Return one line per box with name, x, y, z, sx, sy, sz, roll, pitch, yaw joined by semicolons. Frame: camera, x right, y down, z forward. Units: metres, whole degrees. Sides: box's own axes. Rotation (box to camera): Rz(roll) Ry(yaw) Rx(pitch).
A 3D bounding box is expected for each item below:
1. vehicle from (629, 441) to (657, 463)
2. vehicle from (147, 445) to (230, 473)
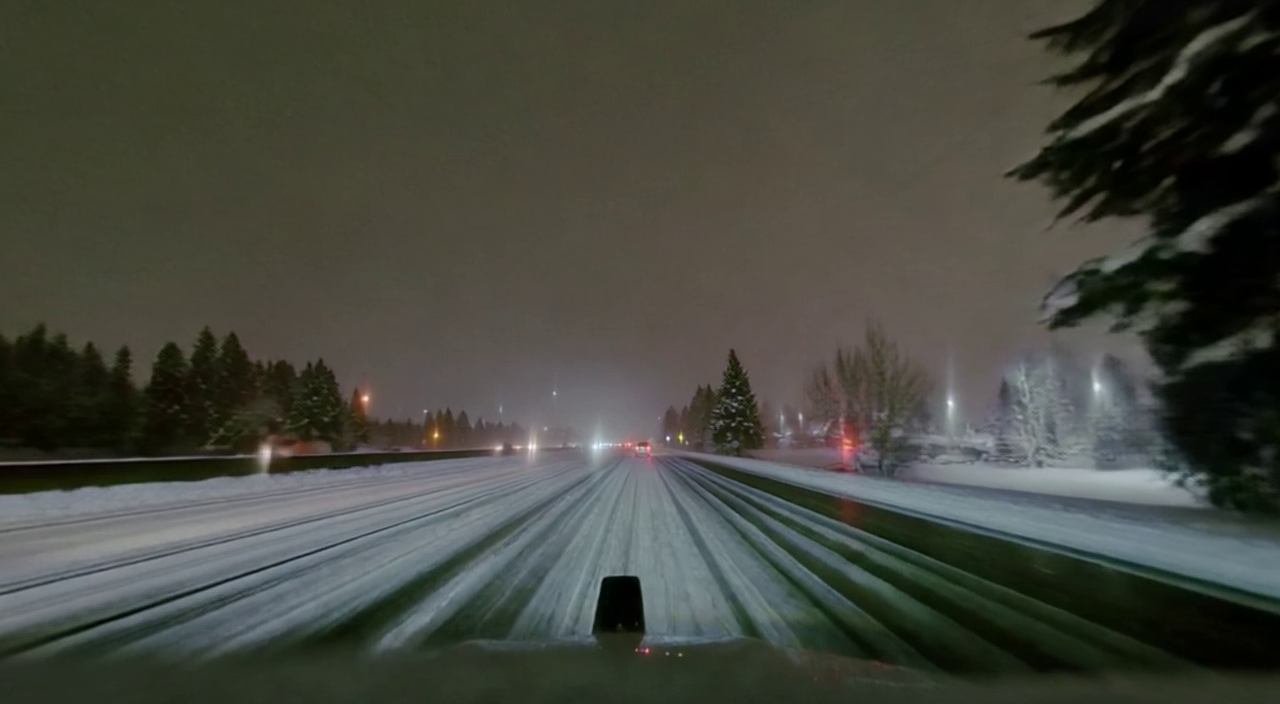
vehicle;0.231;7.575;48.000;2.021;1.528;4.154;0;-8;0
vehicle;-27.951;6.608;39.296;1.863;1.602;4.456;0;-8;0
